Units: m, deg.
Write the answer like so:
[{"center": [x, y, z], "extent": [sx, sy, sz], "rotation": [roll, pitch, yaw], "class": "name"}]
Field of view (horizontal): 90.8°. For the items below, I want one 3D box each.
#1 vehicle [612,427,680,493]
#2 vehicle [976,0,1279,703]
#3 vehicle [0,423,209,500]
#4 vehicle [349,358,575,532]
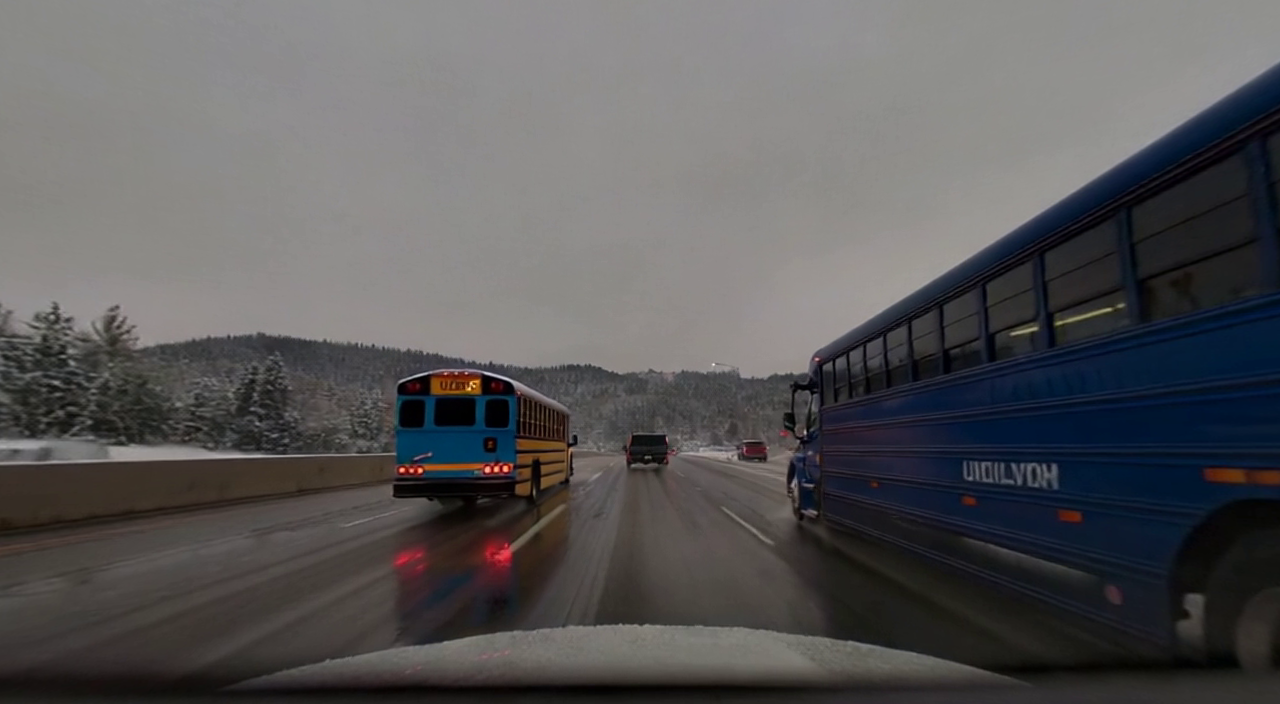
[{"center": [0.147, 3.548, 21.088], "extent": [2.037, 1.929, 4.343], "rotation": [0, -9, -1], "class": "vehicle"}, {"center": [4.131, -0.188, 1.333], "extent": [3.050, 3.810, 6.889], "rotation": [-1, -8, 2], "class": "vehicle"}, {"center": [-24.849, 4.910, 29.033], "extent": [2.983, 2.881, 9.944], "rotation": [0, -9, 0], "class": "vehicle"}, {"center": [-3.513, 2.197, 15.063], "extent": [2.947, 3.009, 7.991], "rotation": [0, -8, 1], "class": "vehicle"}]
